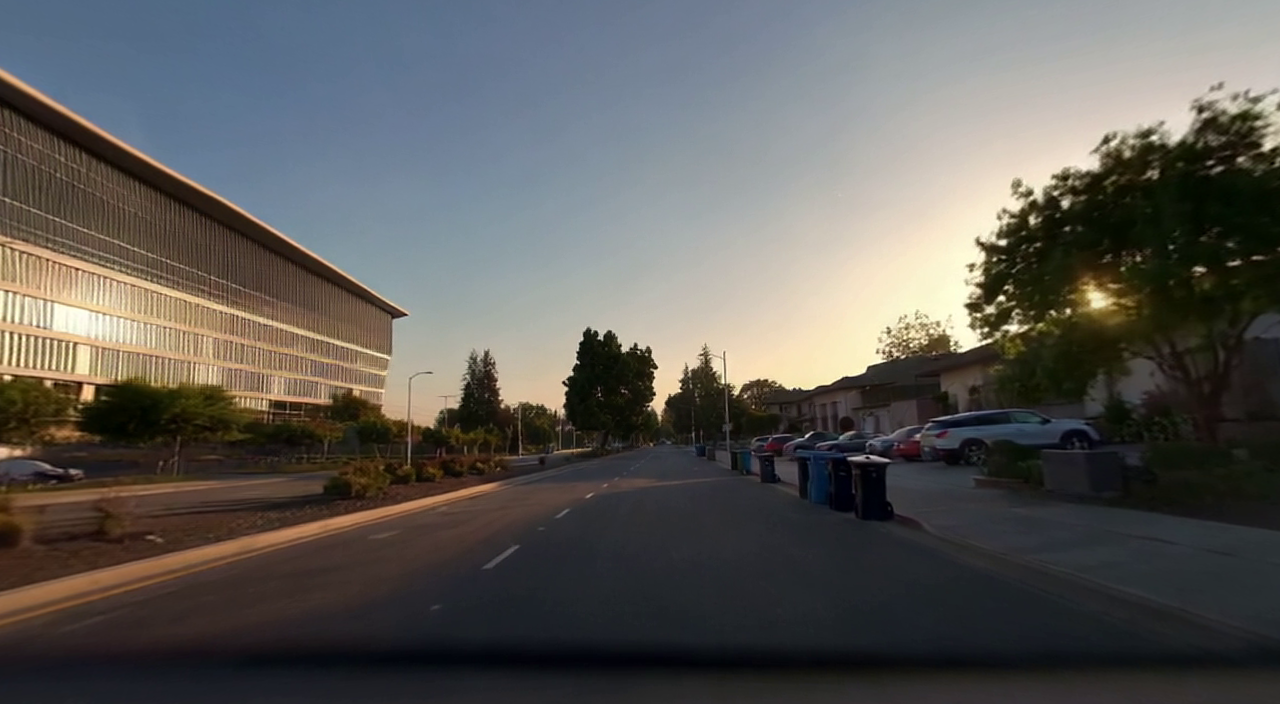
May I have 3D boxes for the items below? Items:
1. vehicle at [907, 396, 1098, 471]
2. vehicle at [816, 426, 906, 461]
[{"bbox_3d":[12.537,2.871,22.158,5.136,1.945,2.153,-7,-9,3],"label":"vehicle"},{"bbox_3d":[13.021,5.407,37.320,4.478,1.578,1.944,-6,-9,2],"label":"vehicle"}]
